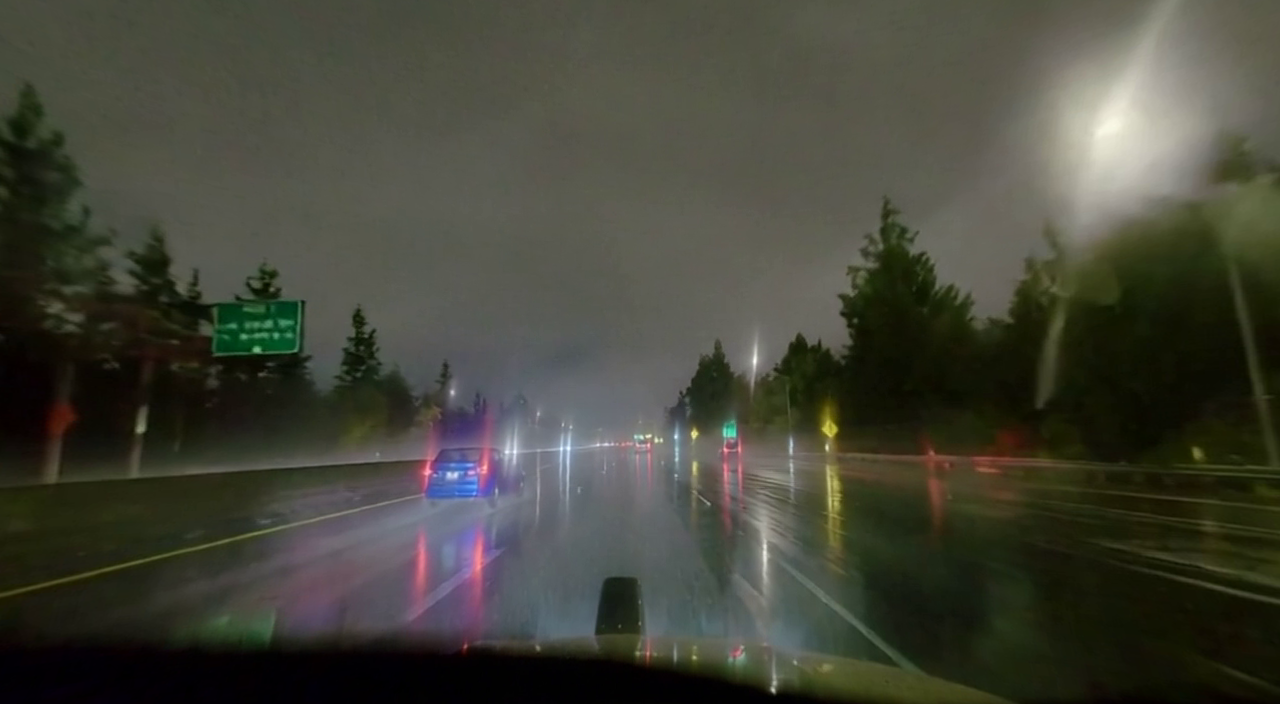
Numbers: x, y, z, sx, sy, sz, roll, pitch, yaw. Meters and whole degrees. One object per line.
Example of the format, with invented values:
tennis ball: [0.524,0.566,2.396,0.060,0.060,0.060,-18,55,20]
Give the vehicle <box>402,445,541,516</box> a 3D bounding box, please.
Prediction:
vehicle: [-3.960,3.104,15.782,2.162,1.493,4.583,0,-9,1]
